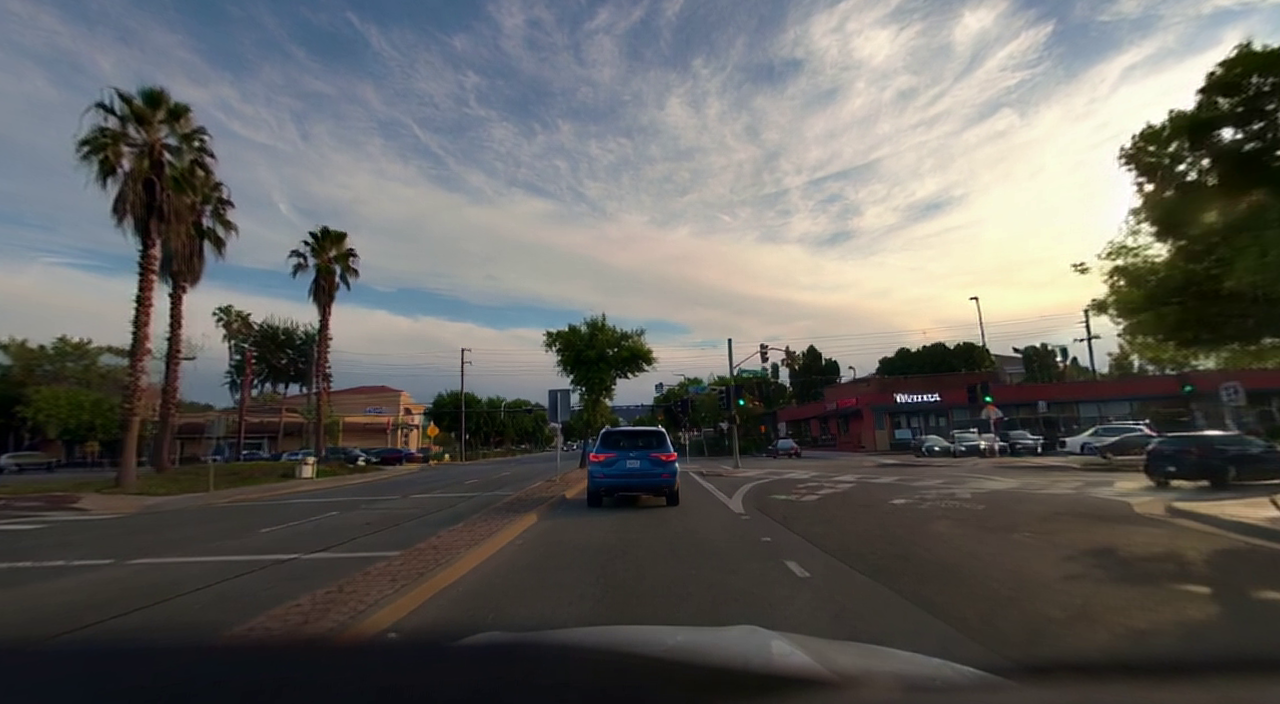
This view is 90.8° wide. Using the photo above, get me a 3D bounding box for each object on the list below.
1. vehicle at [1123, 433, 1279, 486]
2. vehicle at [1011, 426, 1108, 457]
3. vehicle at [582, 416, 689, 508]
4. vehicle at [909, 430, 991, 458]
[{"bbox_3d":[18.324,3.396,20.195,4.542,1.560,2.086,2,-9,-15],"label":"vehicle"},{"bbox_3d":[25.095,5.396,37.909,4.641,1.778,1.958,-6,-10,33],"label":"vehicle"},{"bbox_3d":[-0.029,2.688,15.795,2.263,1.932,4.709,0,-8,2],"label":"vehicle"},{"bbox_3d":[21.750,6.488,44.343,4.852,1.847,1.983,-6,-10,33],"label":"vehicle"}]
